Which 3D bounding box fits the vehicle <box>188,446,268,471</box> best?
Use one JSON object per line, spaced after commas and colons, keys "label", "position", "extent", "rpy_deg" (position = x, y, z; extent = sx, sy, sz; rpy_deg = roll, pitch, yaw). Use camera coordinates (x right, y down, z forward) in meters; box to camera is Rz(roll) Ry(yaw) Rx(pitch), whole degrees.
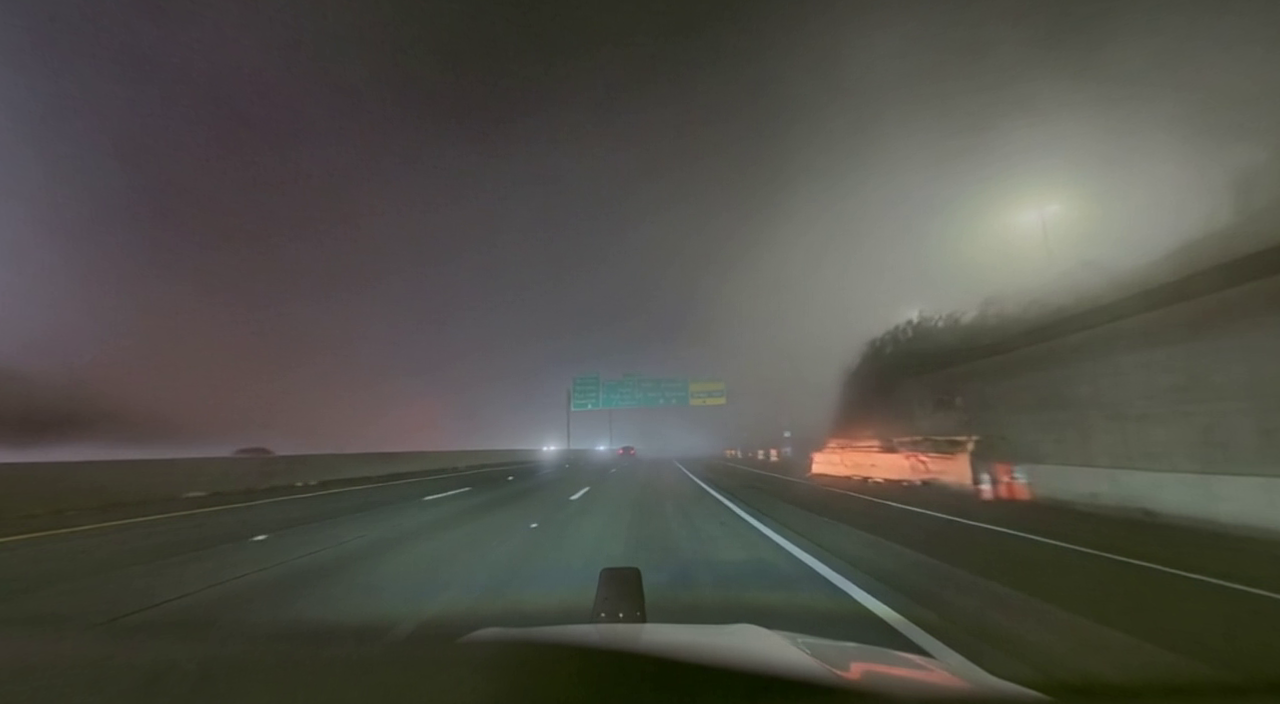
{"label": "vehicle", "position": [-25.742, 6.665, 39.579], "extent": [1.879, 1.508, 4.482], "rpy_deg": [0, -9, 2]}
